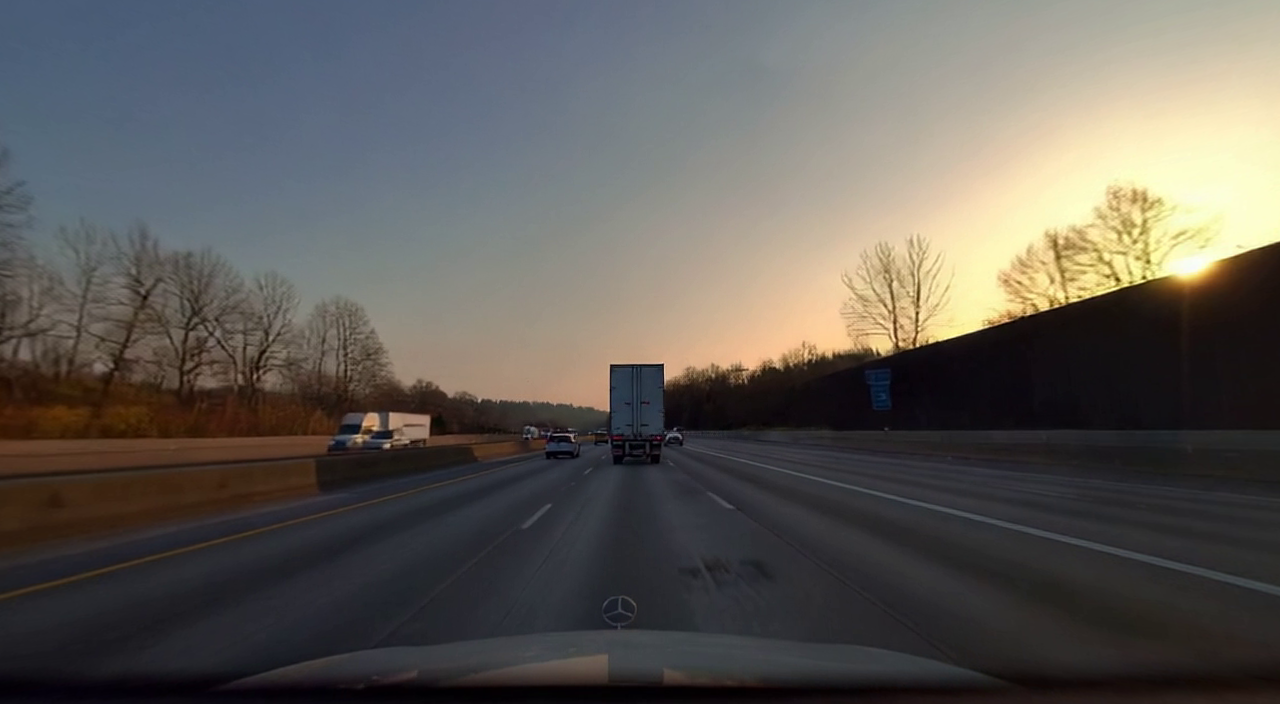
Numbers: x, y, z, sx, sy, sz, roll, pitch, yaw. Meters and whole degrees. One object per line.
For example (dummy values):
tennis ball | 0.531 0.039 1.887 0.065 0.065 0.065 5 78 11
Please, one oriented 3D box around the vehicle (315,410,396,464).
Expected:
vehicle | -21.925 6.589 48.909 3.143 3.890 6.384 0 -7 1

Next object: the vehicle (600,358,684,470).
vehicle | 0.013 3.299 30.703 2.965 3.972 16.689 0 -8 0

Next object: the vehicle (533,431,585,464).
vehicle | -3.911 4.690 31.113 2.005 1.521 4.454 0 -8 0
